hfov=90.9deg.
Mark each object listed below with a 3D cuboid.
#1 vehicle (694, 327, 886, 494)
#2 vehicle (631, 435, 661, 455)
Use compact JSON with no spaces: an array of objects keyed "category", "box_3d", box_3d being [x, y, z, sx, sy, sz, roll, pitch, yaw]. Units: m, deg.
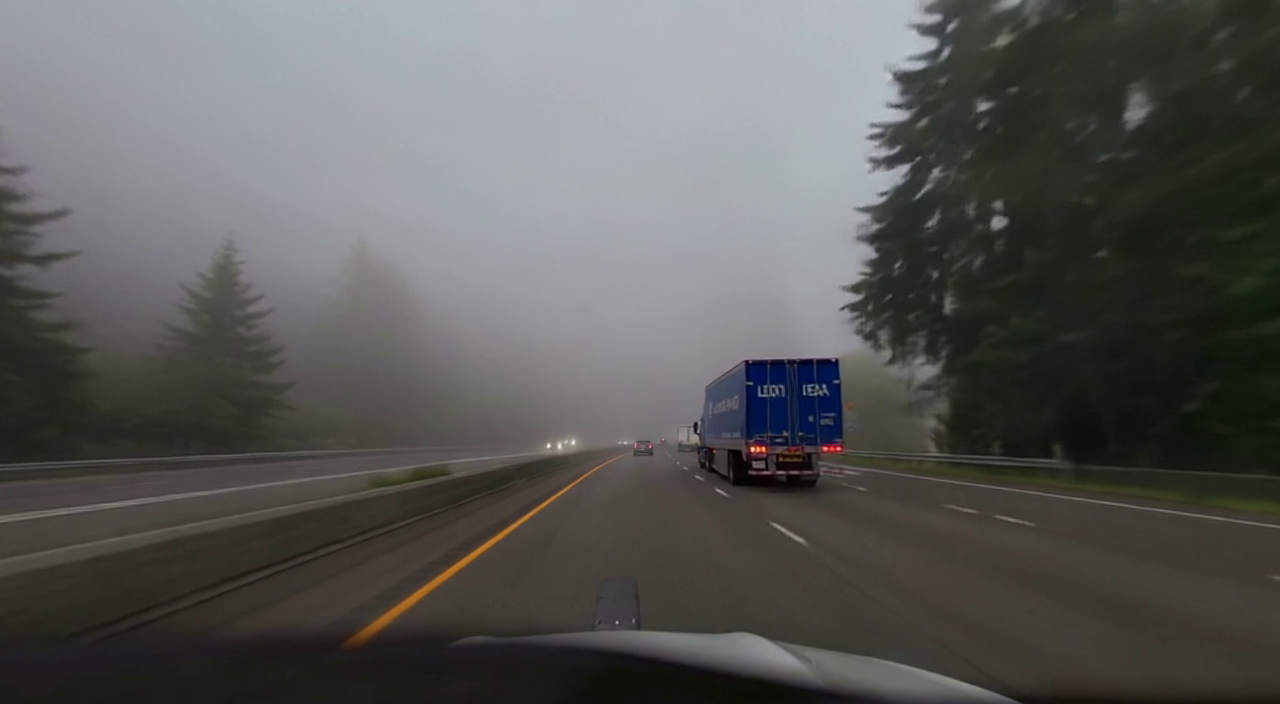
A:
[{"category":"vehicle","box_3d":[4.224,2.315,22.247,3.171,4.072,13.784,0,-8,-1]},{"category":"vehicle","box_3d":[0.464,7.182,48.918,2.209,1.499,4.144,0,-8,1]}]
